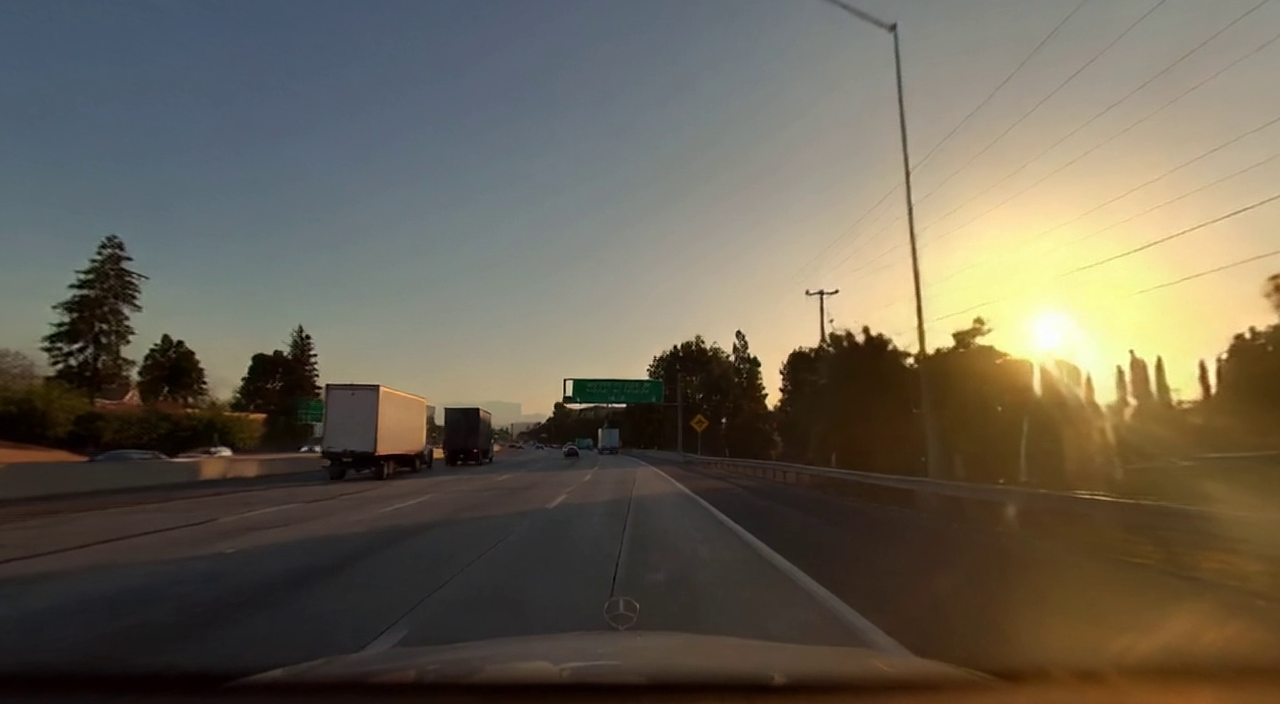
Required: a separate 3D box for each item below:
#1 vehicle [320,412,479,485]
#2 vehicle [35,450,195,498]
[{"bbox_3d":[-10.785,4.672,30.871,3.270,2.674,14.547,1,-8,-5],"label":"vehicle"},{"bbox_3d":[-18.013,4.155,22.072,1.842,1.452,4.612,0,-8,-3],"label":"vehicle"}]
